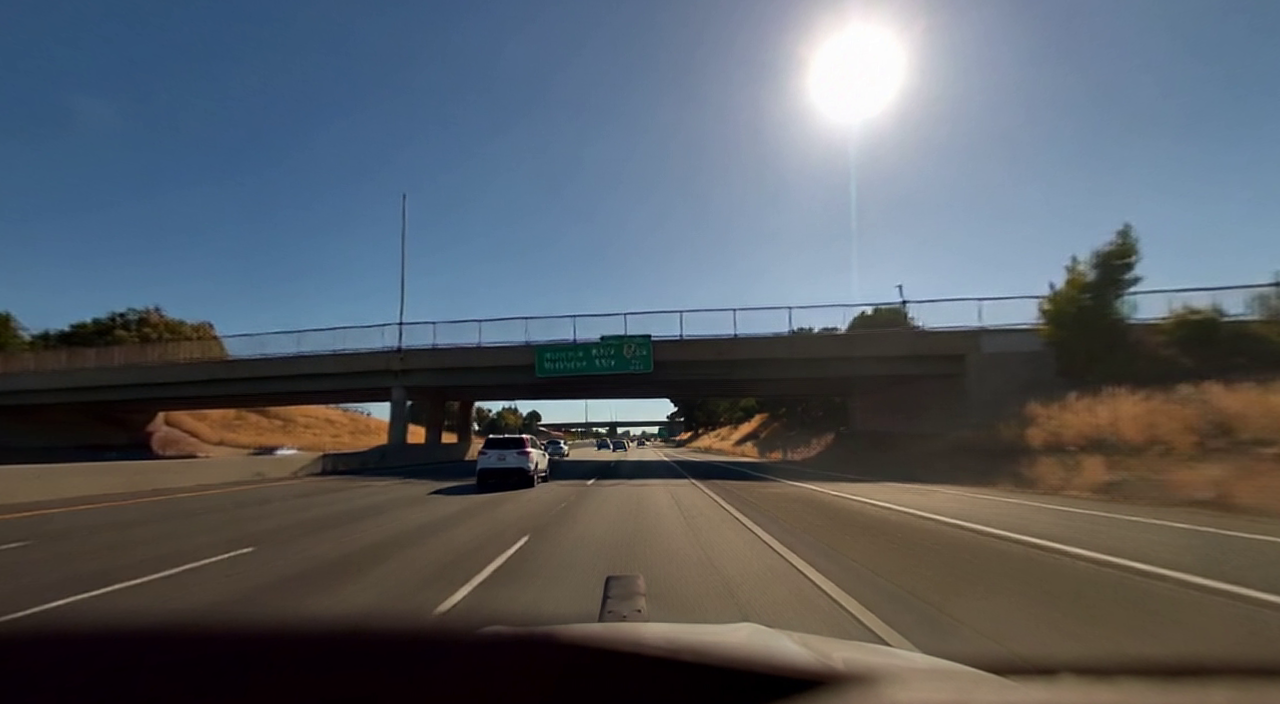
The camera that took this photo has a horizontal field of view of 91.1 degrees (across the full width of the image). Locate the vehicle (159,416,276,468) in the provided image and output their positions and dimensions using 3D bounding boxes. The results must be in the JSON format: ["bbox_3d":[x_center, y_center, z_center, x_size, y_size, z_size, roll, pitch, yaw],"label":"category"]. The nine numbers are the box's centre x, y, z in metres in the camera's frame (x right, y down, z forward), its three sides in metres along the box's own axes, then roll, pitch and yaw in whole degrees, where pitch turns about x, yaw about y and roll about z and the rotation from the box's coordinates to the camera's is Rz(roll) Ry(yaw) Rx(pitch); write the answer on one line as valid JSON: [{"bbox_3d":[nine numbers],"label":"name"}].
[{"bbox_3d":[-32.939,7.103,49.504,3.045,3.776,8.341,-1,-8,2],"label":"vehicle"}]

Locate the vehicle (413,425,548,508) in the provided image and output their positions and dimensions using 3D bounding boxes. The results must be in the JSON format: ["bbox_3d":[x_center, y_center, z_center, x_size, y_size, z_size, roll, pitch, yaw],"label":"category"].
[{"bbox_3d":[-3.653,2.713,15.303,2.048,1.705,4.384,0,-8,1],"label":"vehicle"}]
